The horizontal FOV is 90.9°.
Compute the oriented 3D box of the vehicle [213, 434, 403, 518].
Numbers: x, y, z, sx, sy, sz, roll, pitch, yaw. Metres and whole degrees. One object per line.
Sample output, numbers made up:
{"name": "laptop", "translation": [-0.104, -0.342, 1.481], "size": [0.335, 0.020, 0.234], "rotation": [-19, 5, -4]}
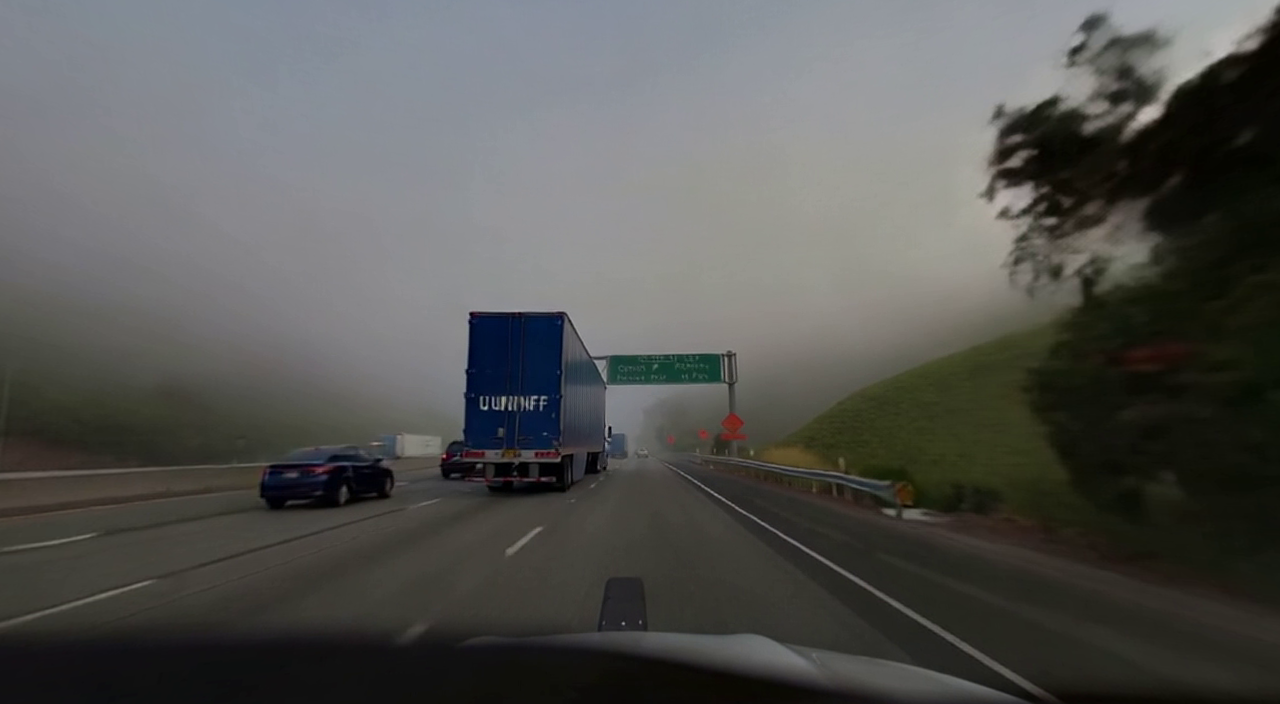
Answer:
{"name": "vehicle", "translation": [-7.353, 2.767, 14.620], "size": [1.949, 1.604, 4.456], "rotation": [0, -9, 0]}

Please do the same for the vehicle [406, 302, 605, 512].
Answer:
{"name": "vehicle", "translation": [-3.193, 2.303, 21.193], "size": [3.202, 4.352, 16.251], "rotation": [0, -9, 0]}
